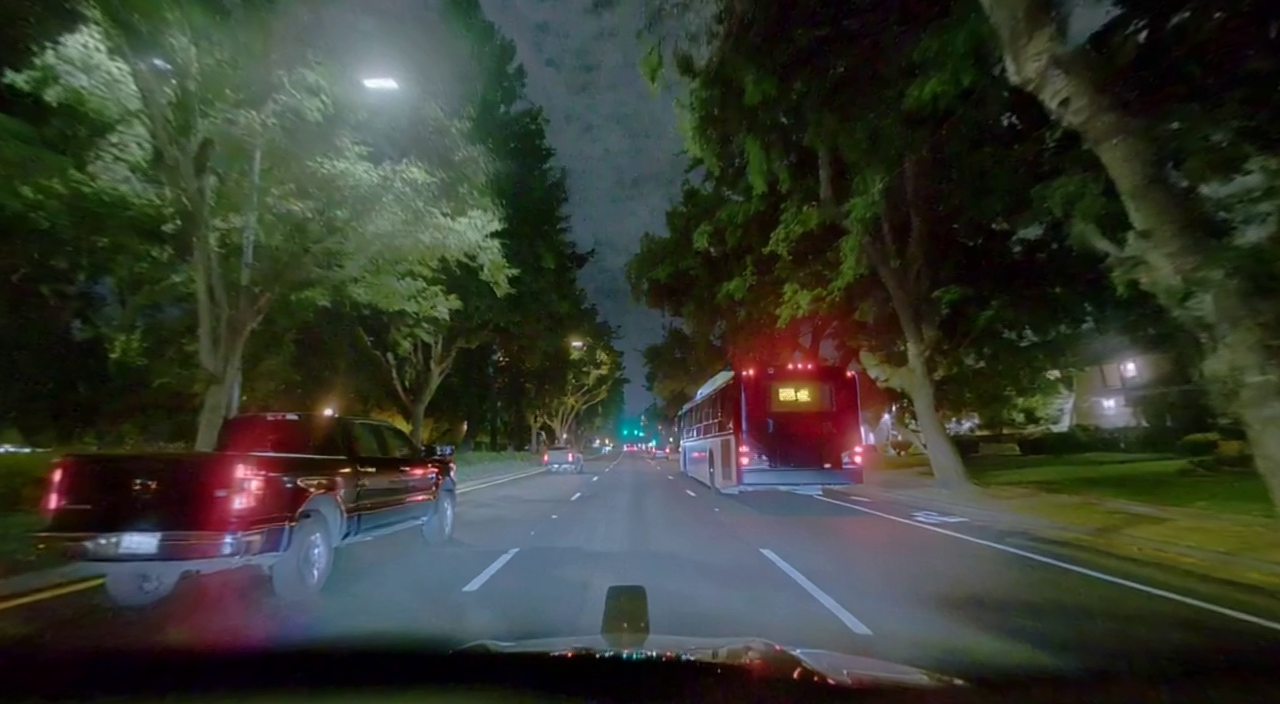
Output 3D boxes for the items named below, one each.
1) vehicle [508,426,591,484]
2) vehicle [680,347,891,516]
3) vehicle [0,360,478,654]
[{"bbox_3d":[-3.478,4.153,25.622,2.513,2.066,5.820,0,-9,0],"label":"vehicle"},{"bbox_3d":[3.212,2.464,18.571,3.059,3.264,12.623,0,-9,-1],"label":"vehicle"},{"bbox_3d":[-3.513,1.356,6.633,2.074,1.849,5.137,0,-9,2],"label":"vehicle"}]
